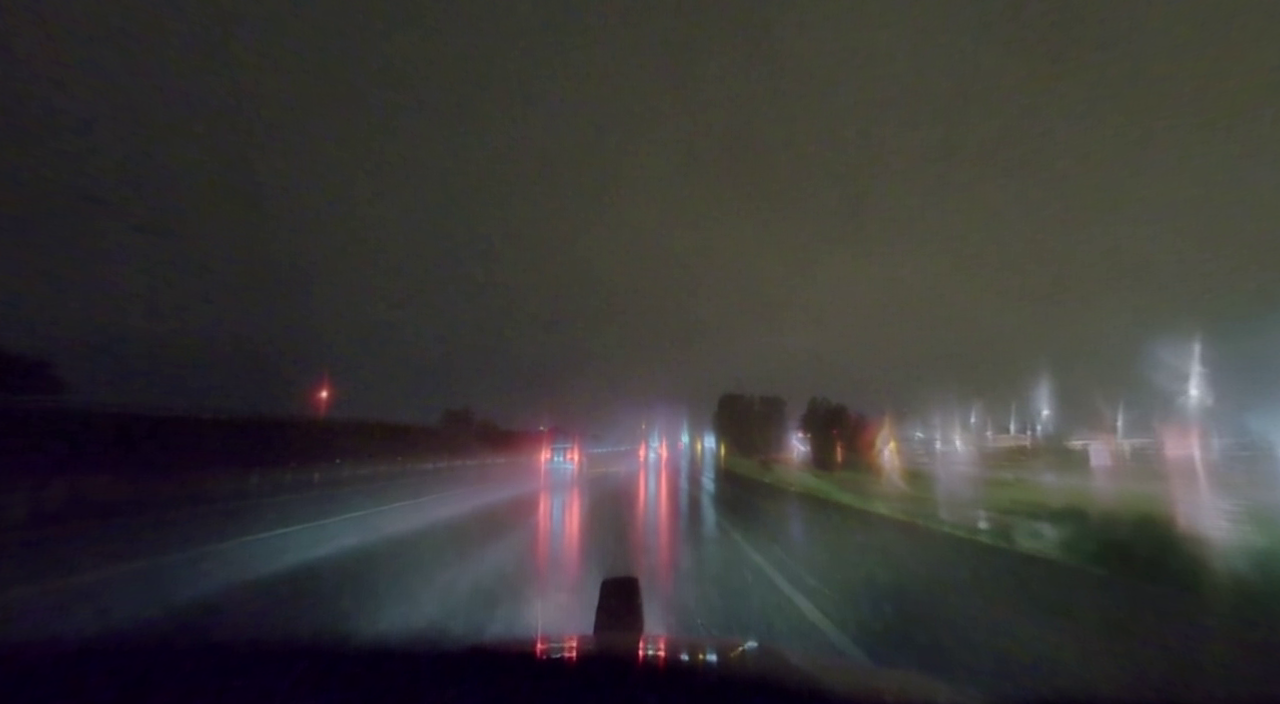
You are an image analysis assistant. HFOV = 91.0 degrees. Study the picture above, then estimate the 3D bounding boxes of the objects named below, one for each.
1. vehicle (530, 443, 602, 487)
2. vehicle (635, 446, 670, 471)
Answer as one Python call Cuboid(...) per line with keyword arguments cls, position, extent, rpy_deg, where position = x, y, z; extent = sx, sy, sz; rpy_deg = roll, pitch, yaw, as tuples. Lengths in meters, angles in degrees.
Cuboid(cls="vehicle", position=(-2.781, 4.362, 24.611), extent=(2.129, 1.563, 4.387), rpy_deg=(-1, -9, 2))
Cuboid(cls="vehicle", position=(0.820, 6.791, 40.222), extent=(2.129, 1.502, 4.321), rpy_deg=(-1, -9, 2))
